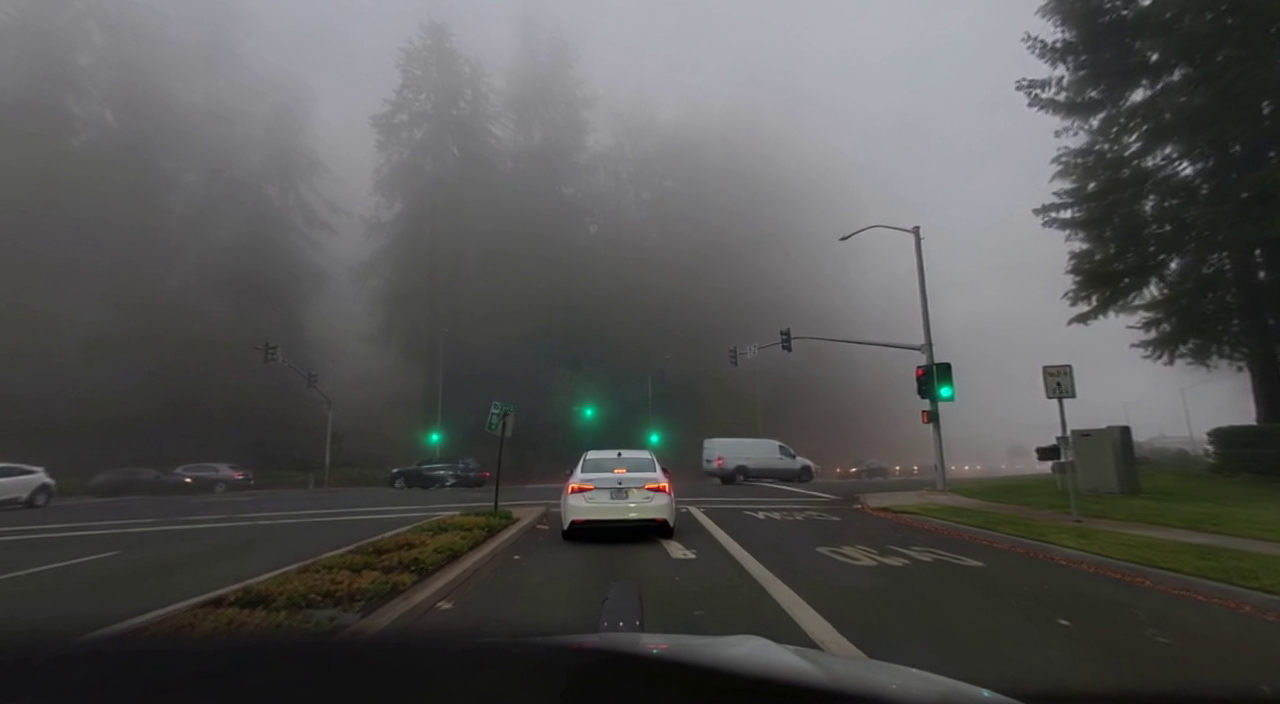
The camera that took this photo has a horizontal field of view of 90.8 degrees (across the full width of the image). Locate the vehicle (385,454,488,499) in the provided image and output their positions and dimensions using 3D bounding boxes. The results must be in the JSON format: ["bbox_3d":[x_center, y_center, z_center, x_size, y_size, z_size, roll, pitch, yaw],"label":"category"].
[{"bbox_3d":[-9.209,5.541,28.484,4.355,1.789,2.175,-6,-10,35],"label":"vehicle"}]

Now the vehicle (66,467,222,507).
[{"bbox_3d":[-20.069,5.462,25.768,4.548,1.449,1.802,2,-9,-14],"label":"vehicle"}]

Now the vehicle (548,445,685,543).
[{"bbox_3d":[-0.434,2.504,11.905,2.112,1.479,4.264,0,-9,-2],"label":"vehicle"}]

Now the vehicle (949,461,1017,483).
[{"bbox_3d":[25.953,9.064,47.859,4.358,1.471,1.875,2,-9,-16],"label":"vehicle"}]

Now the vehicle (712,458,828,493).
[{"bbox_3d":[5.744,5.524,28.465,4.838,1.449,2.077,0,-9,2],"label":"vehicle"}]

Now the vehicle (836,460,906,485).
[{"bbox_3d":[16.507,8.587,45.192,4.337,1.637,1.860,2,-9,-16],"label":"vehicle"}]
